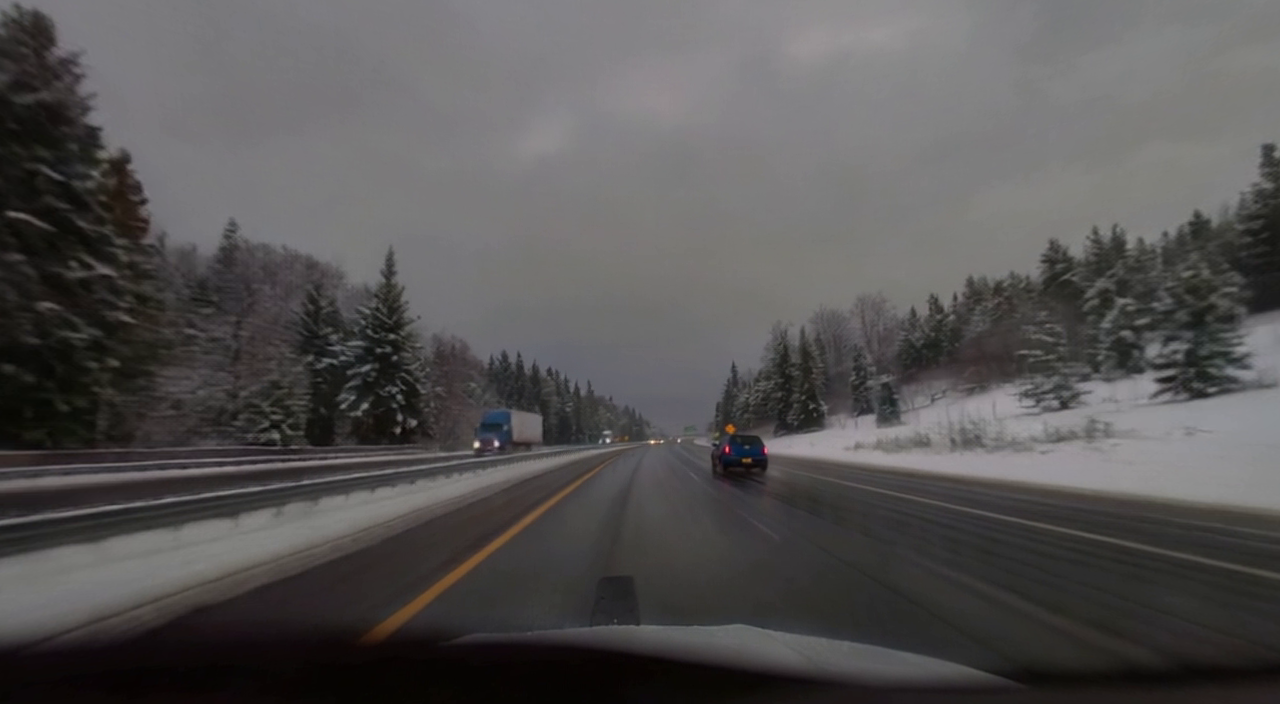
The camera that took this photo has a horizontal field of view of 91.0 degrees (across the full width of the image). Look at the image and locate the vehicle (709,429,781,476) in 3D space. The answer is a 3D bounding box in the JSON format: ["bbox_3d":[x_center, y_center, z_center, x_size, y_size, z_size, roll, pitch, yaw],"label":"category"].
[{"bbox_3d":[4.009,3.901,24.724,2.022,1.663,4.245,0,-8,-1],"label":"vehicle"}]
